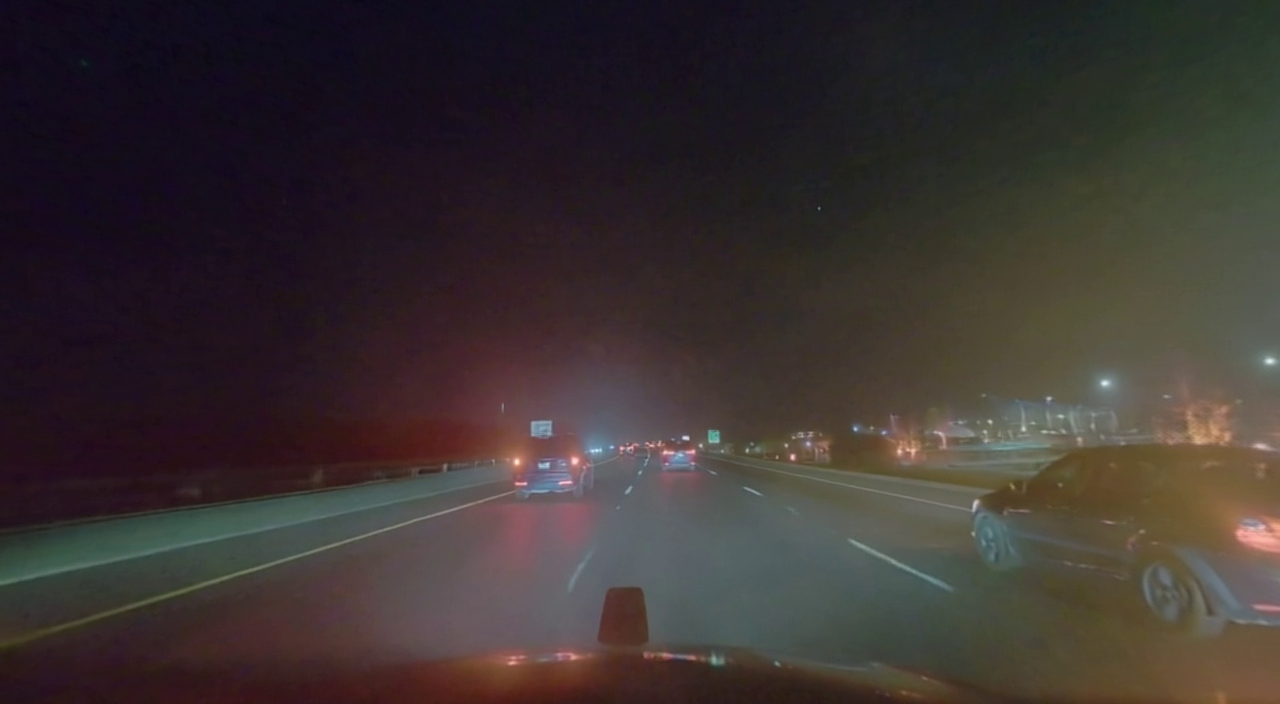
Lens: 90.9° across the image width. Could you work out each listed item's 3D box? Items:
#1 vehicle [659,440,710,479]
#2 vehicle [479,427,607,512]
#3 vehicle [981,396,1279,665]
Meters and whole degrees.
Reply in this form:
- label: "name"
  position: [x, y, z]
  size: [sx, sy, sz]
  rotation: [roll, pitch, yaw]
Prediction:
- label: "vehicle"
  position: [1.845, 4.614, 27.364]
  size: [2.000, 1.558, 3.945]
  rotation: [0, -8, 1]
- label: "vehicle"
  position: [-2.147, 2.795, 15.513]
  size: [2.239, 1.761, 4.620]
  rotation: [-1, -8, 2]
- label: "vehicle"
  position: [4.855, 1.211, 4.788]
  size: [2.027, 1.588, 4.611]
  rotation: [0, -8, 2]
